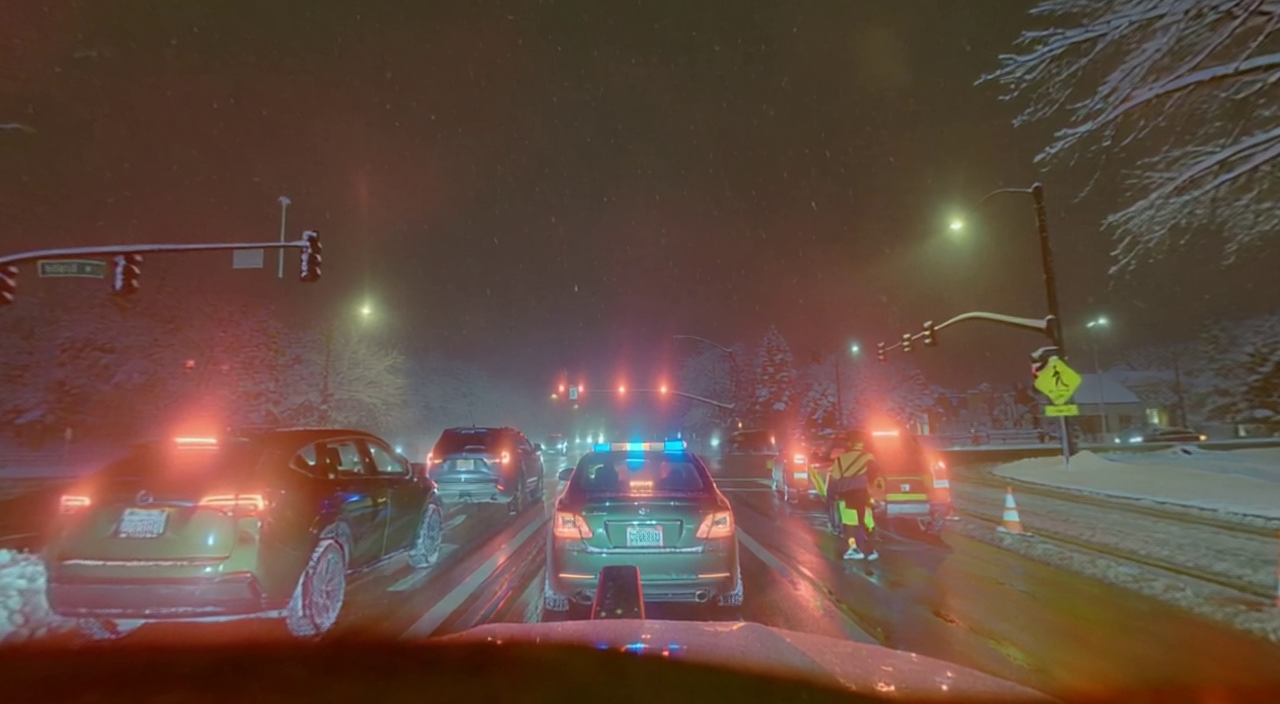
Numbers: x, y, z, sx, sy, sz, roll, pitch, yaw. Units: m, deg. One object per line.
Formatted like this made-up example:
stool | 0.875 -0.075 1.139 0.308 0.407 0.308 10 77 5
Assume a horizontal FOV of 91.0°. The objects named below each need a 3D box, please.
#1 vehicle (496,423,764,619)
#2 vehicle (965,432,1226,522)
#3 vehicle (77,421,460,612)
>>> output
vehicle | -0.122 1.626 7.084 2.061 1.486 4.332 0 -8 -1
vehicle | 9.349 2.575 13.584 1.957 1.576 4.670 0 -9 -3
vehicle | -3.595 1.630 7.156 1.863 1.526 4.006 0 -8 0
